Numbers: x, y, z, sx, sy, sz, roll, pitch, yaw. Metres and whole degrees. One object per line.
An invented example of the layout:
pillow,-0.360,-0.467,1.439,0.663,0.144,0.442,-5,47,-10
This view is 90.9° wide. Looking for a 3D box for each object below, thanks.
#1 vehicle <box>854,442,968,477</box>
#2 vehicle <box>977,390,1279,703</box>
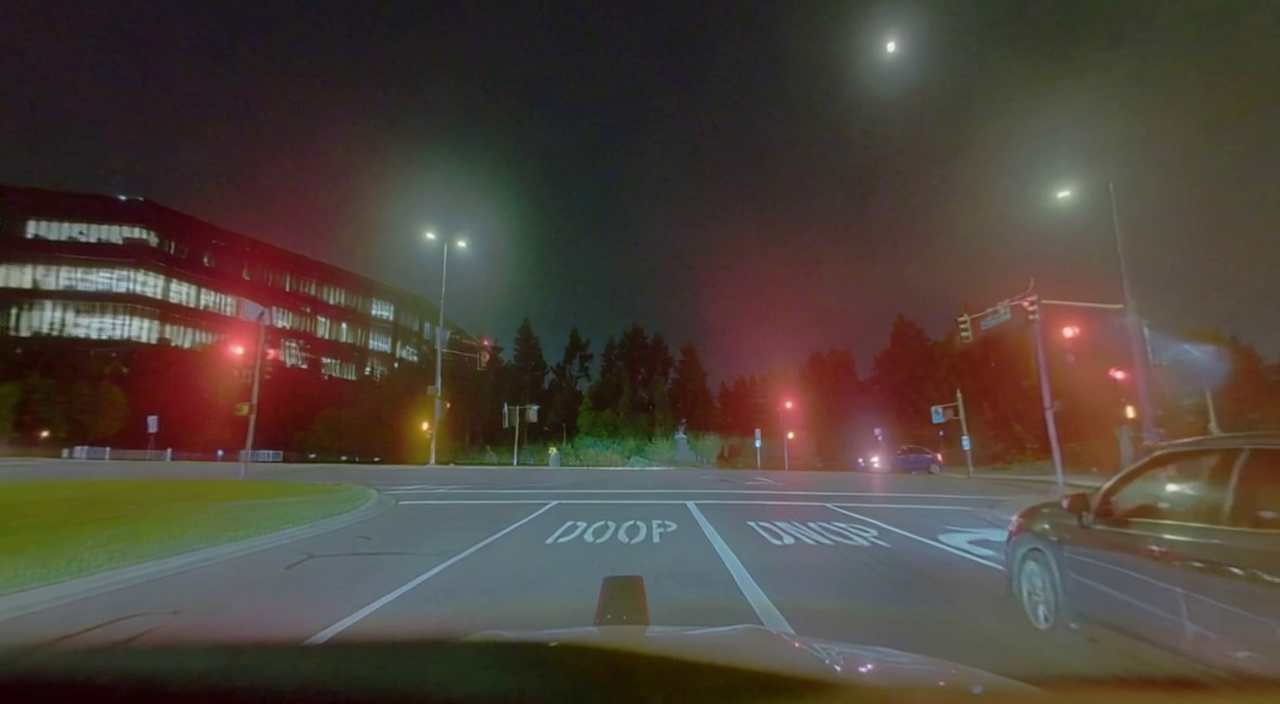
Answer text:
vehicle,13.504,5.363,31.592,4.715,1.671,2.030,0,-8,-2
vehicle,3.568,0.948,2.493,2.036,1.583,4.911,-1,-8,4
